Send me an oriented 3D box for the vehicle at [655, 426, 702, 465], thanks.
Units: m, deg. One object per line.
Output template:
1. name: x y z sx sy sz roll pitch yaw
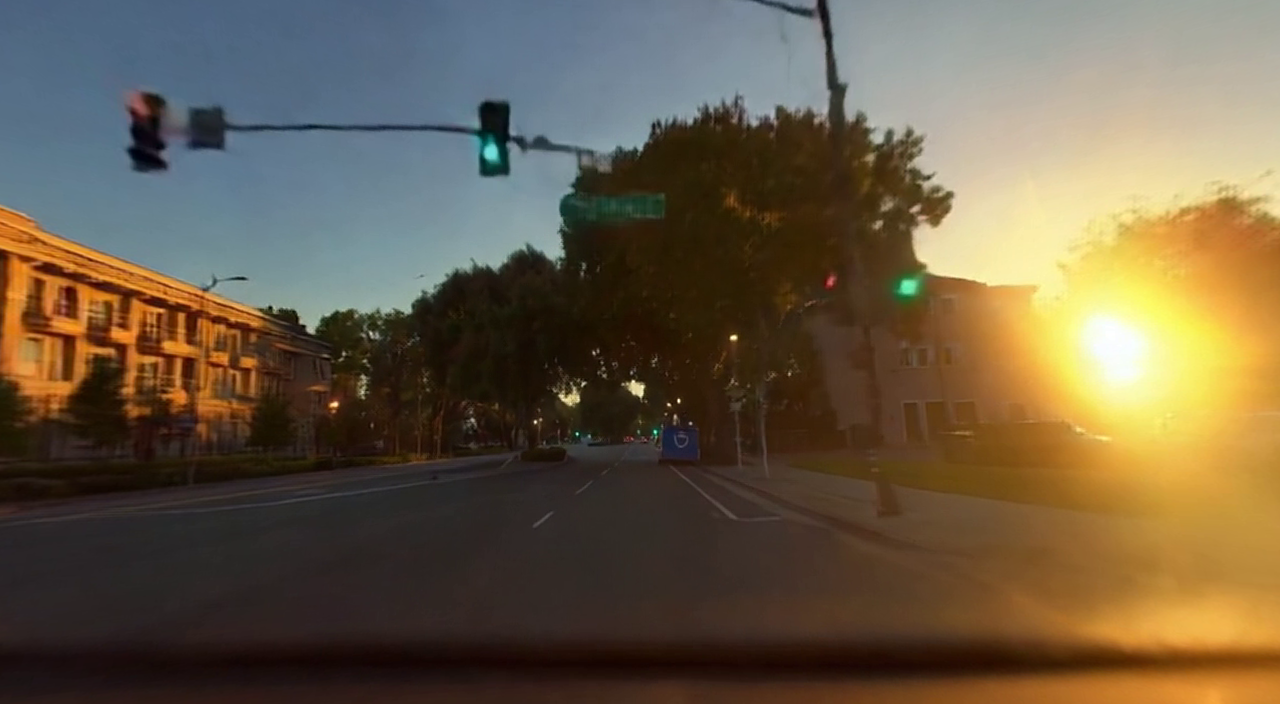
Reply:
1. vehicle: 2.260 5.733 38.817 2.514 2.218 5.013 0 -9 -1
